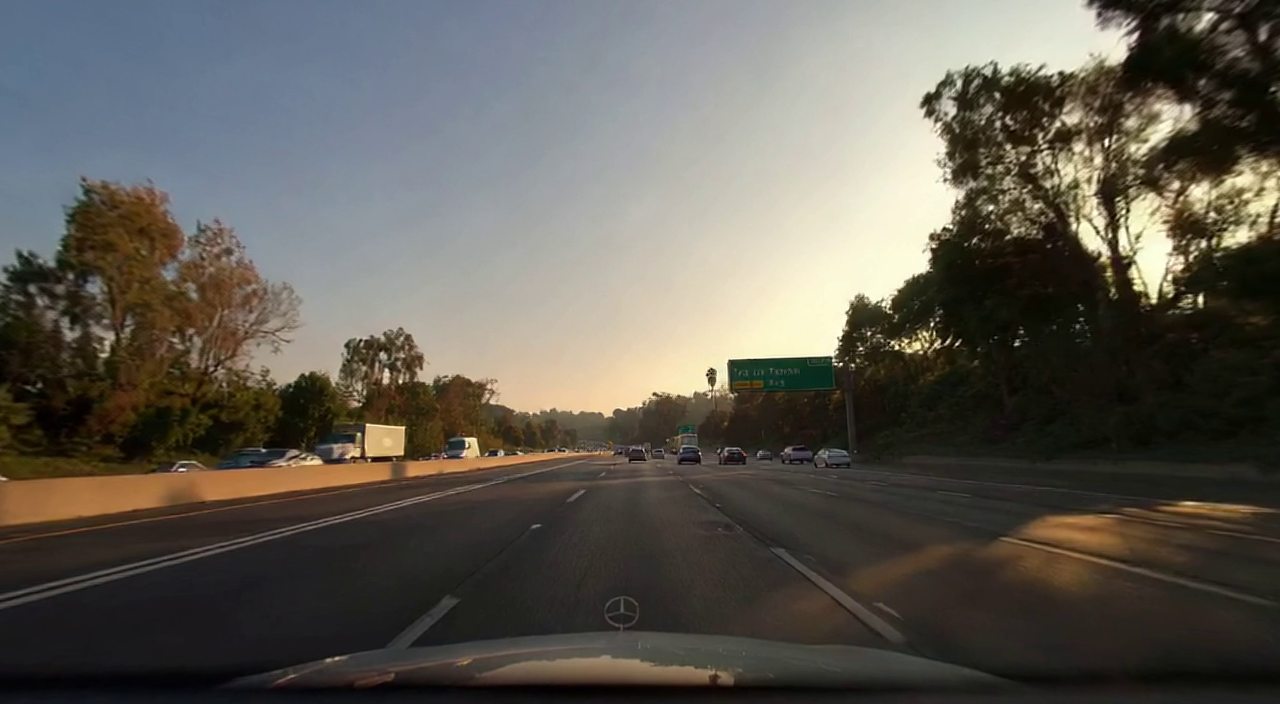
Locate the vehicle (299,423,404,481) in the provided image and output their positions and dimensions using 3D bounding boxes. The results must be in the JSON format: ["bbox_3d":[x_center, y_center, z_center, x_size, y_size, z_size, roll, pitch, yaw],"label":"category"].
[{"bbox_3d":[-19.673,6.879,43.707,3.038,3.554,8.784,0,-8,0],"label":"vehicle"}]

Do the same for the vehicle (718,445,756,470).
[{"bbox_3d":[6.852,7.450,44.722,1.902,1.623,4.360,0,-8,-2],"label":"vehicle"}]

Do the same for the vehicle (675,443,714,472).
[{"bbox_3d":[3.408,6.682,40.037,2.035,1.704,3.867,0,-8,-2],"label":"vehicle"}]

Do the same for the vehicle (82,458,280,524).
[{"bbox_3d":[-12.137,3.662,17.129,2.055,1.461,4.422,0,-8,0],"label":"vehicle"}]
